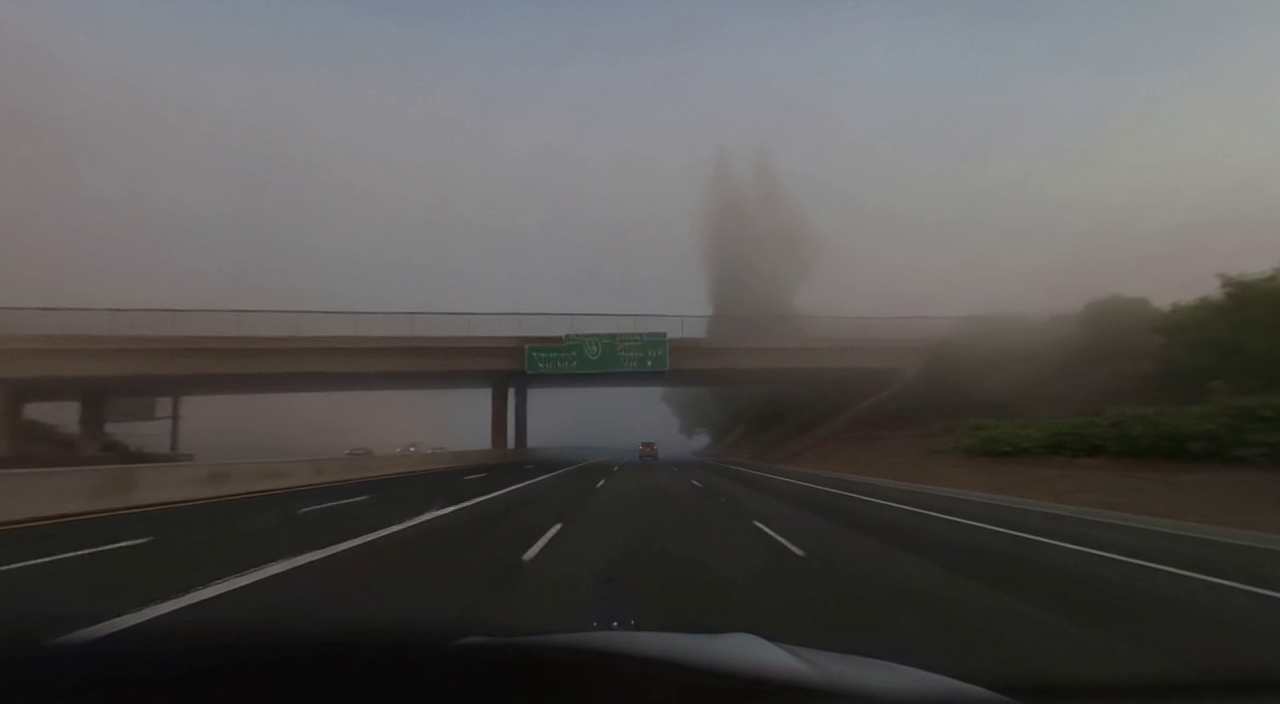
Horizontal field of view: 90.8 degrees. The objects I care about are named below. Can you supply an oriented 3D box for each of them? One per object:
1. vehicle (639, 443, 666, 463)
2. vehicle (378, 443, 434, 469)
[{"bbox_3d":[0.924,7.650,48.021,1.970,1.477,4.158,0,-9,1],"label":"vehicle"},{"bbox_3d":[-14.953,6.614,40.585,1.806,1.563,3.887,-1,-8,6],"label":"vehicle"}]
